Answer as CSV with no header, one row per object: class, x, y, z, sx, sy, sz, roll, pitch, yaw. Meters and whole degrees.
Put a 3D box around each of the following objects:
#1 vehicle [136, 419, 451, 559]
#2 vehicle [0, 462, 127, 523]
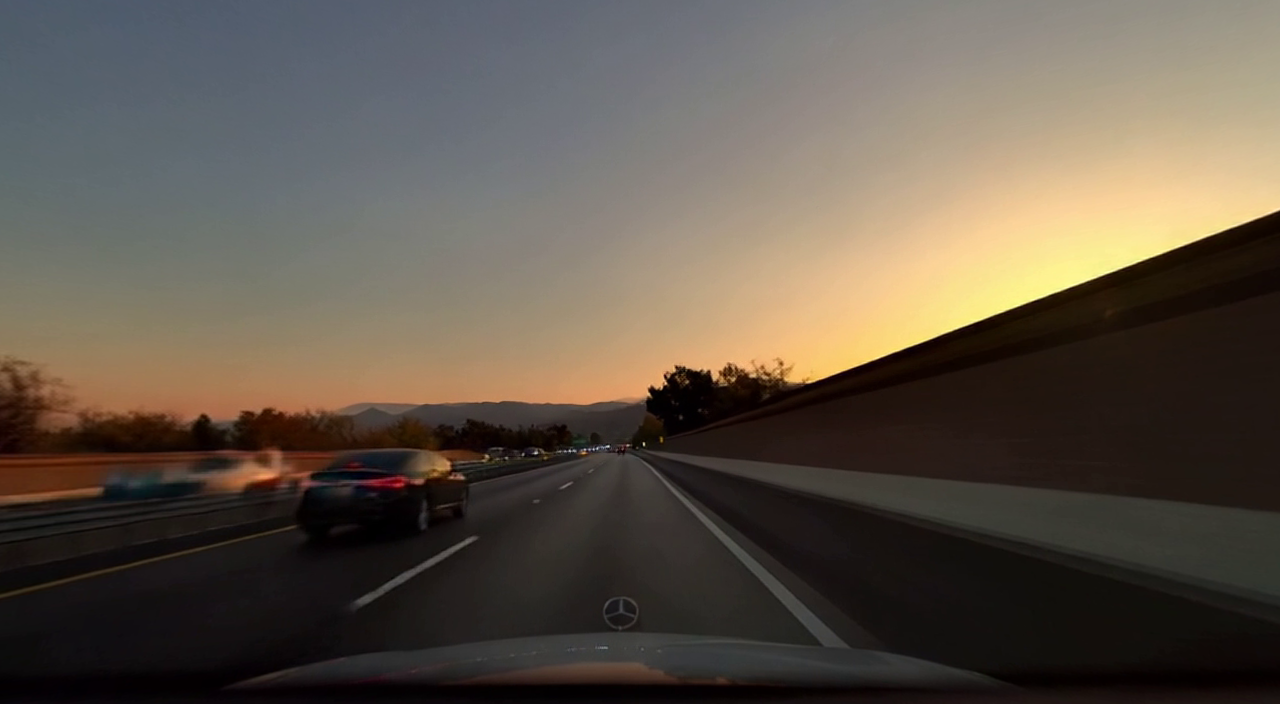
vehicle,-4.652,1.907,9.501,2.139,1.577,4.546,0,-9,0
vehicle,-17.146,3.921,17.908,1.843,1.455,3.770,0,-9,-1
